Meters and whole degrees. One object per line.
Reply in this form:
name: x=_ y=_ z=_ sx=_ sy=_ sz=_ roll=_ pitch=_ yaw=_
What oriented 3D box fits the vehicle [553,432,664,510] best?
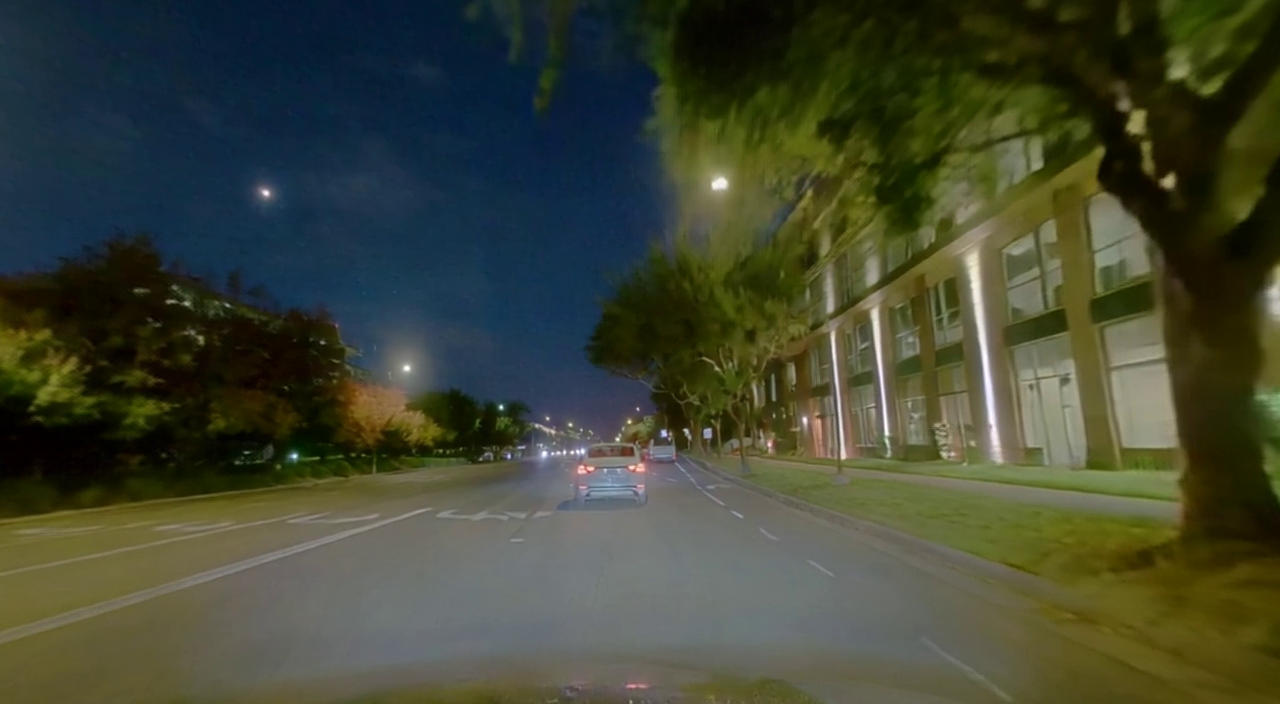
vehicle: x=-0.717 y=2.622 z=14.386 sx=2.116 sy=1.479 sz=4.358 roll=0 pitch=-8 yaw=-3

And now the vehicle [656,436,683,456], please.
vehicle: x=2.290 y=7.422 z=49.975 sx=1.972 sy=1.484 sz=3.974 roll=0 pitch=-8 yaw=0
